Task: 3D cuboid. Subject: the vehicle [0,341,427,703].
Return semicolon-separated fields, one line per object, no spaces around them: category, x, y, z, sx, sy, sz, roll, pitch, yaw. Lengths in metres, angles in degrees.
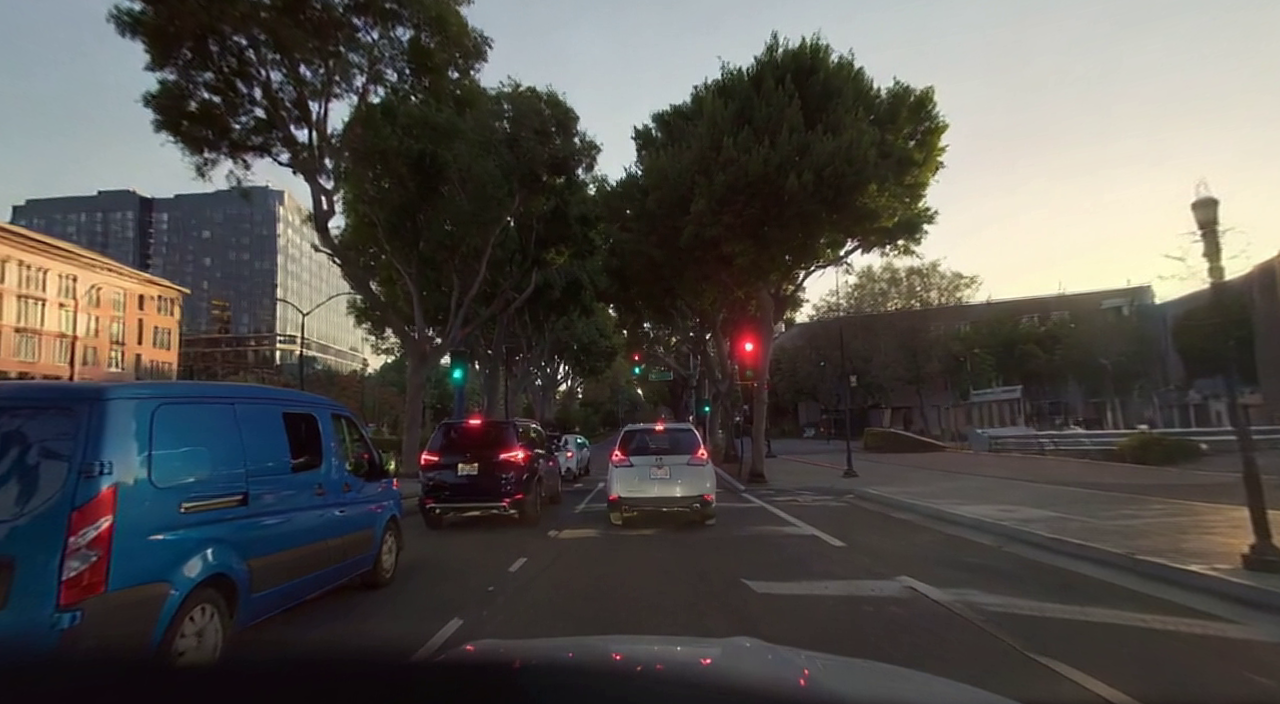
vehicle;-3.159;1.088;4.484;1.940;1.722;3.823;0;-8;0

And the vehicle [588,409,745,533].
vehicle;0.389;1.960;10.883;2.205;1.727;3.917;0;-8;1

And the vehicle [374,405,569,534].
vehicle;-2.633;1.997;11.224;2.124;1.799;4.587;0;-8;1
